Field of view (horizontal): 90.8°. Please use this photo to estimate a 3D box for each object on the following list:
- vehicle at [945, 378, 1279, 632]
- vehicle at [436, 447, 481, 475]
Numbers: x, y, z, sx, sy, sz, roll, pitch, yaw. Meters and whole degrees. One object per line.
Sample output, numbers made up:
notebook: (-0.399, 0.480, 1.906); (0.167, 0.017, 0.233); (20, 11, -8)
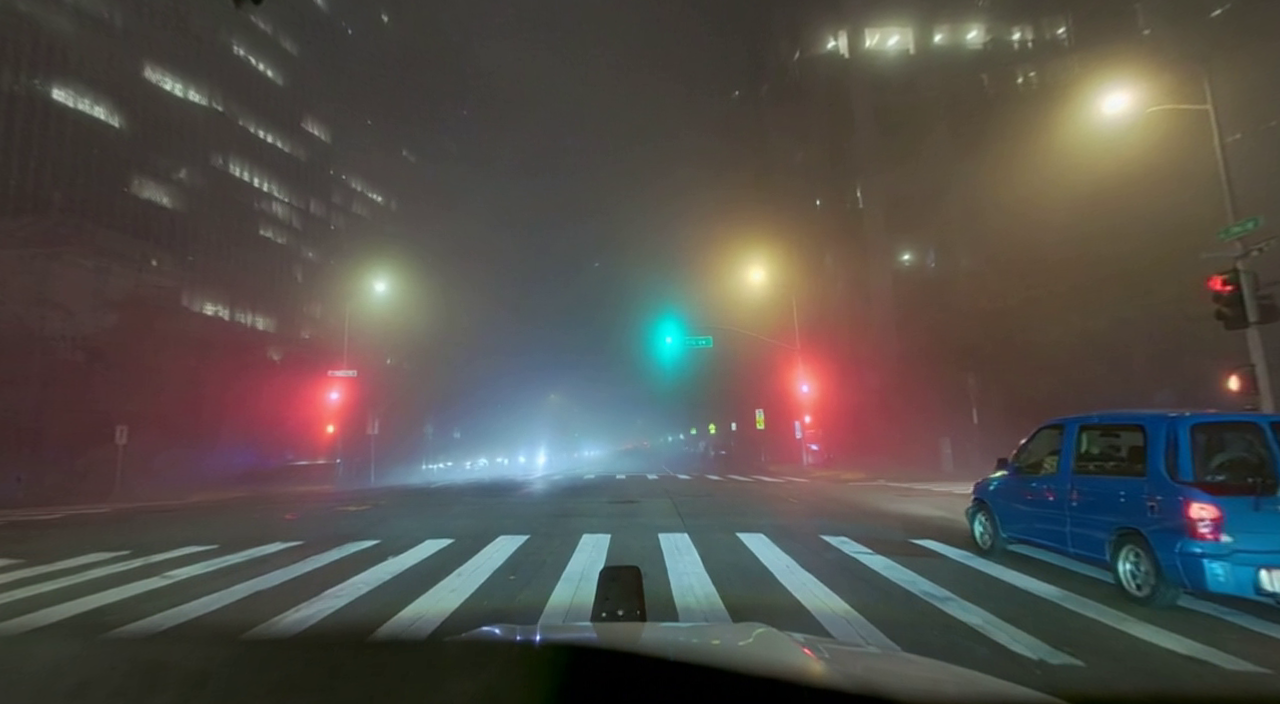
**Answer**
vehicle: (5.595, 1.435, 6.896); (2.070, 1.804, 4.881); (0, -8, 0)
vehicle: (-12.414, 7.451, 43.419); (1.935, 1.639, 4.244); (-3, -8, -2)
